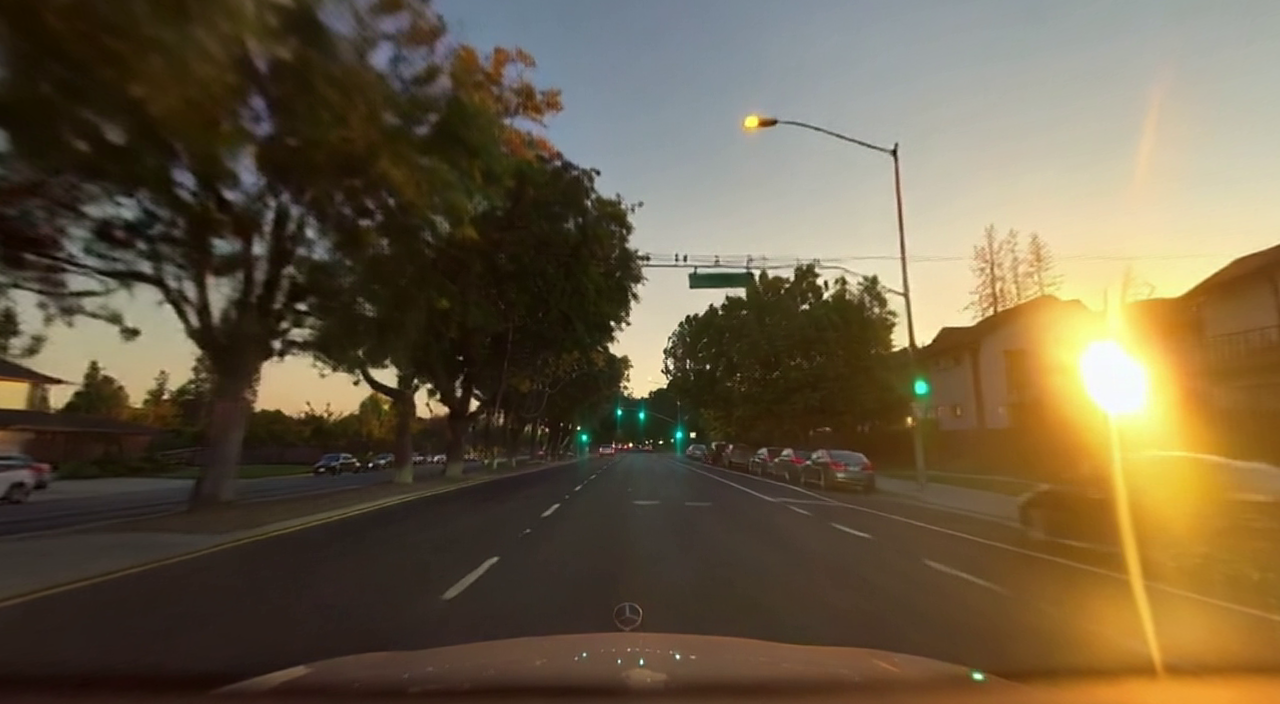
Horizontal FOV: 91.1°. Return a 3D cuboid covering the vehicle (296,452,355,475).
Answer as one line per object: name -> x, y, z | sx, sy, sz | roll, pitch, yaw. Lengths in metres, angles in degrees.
vehicle -> -22.221, 7.848, 44.594 | 1.902, 1.478, 4.755 | 0, -9, -2

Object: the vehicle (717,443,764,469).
vehicle -> 6.158, 6.442, 39.011 | 1.945, 1.481, 4.421 | 0, -9, -3

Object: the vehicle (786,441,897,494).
vehicle -> 6.338, 3.684, 20.423 | 1.922, 1.494, 4.772 | 0, -9, -2

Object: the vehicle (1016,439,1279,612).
vehicle -> 6.325, 1.676, 6.689 | 1.845, 1.446, 4.367 | 0, -9, -1
